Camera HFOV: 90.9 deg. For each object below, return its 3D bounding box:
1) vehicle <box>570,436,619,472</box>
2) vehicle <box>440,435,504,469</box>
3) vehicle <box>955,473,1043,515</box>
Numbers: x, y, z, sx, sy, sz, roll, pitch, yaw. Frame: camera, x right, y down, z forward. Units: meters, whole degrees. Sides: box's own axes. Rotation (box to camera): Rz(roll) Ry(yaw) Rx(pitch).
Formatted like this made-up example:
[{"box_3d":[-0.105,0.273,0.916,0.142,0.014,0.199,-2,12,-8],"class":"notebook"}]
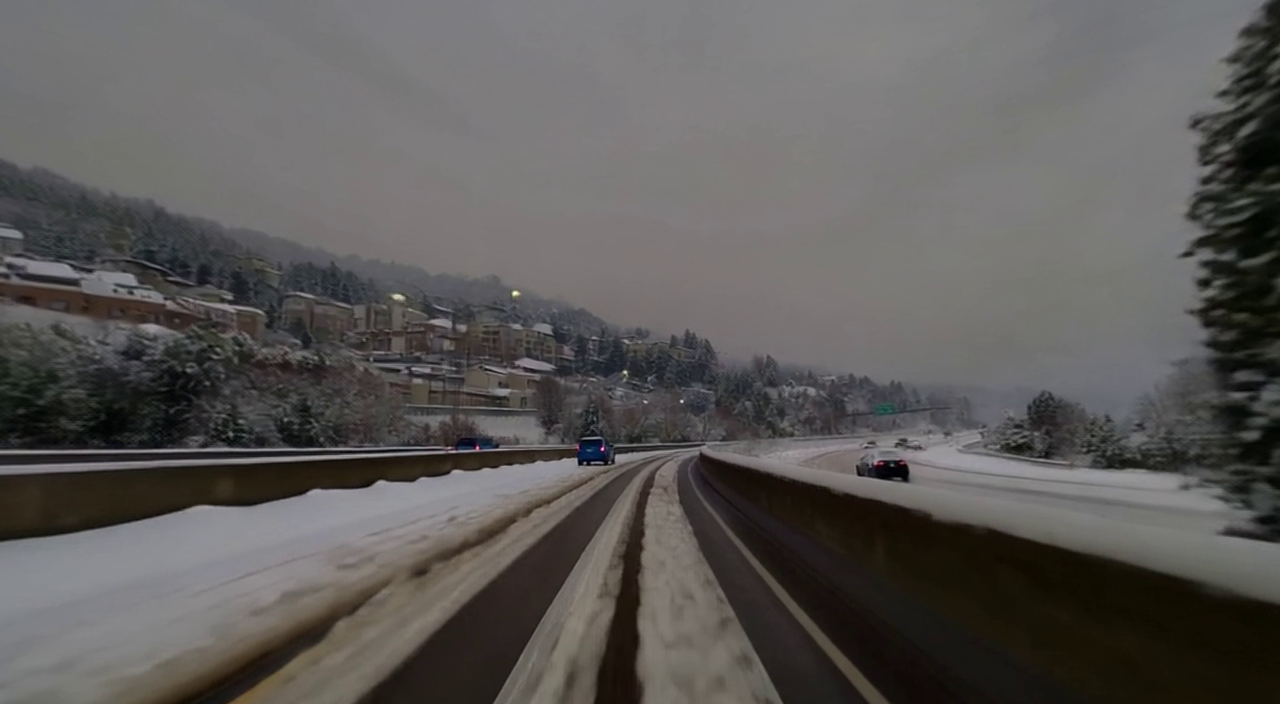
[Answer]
[{"box_3d":[-2.369,5.438,33.733,2.028,1.782,4.150,-1,-8,4],"class":"vehicle"},{"box_3d":[-9.443,5.640,35.837,2.039,1.746,4.528,-1,-8,5],"class":"vehicle"},{"box_3d":[25.176,9.929,44.581,2.775,2.408,6.139,0,-8,2],"class":"vehicle"}]
